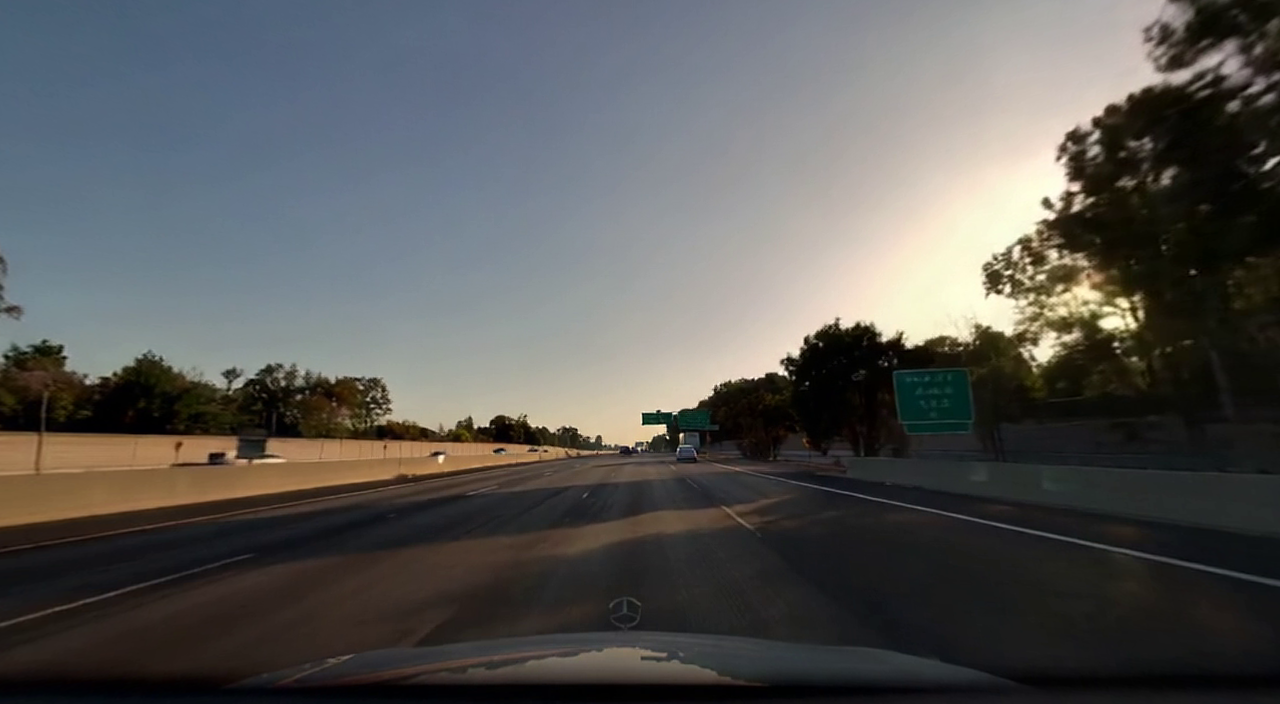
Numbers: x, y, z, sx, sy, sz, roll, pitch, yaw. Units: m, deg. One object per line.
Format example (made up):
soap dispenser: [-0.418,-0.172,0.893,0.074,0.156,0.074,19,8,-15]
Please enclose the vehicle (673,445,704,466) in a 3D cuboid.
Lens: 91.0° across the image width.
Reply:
vehicle: [3.695,8.006,48.903,2.033,1.501,4.398,0,-9,-1]
